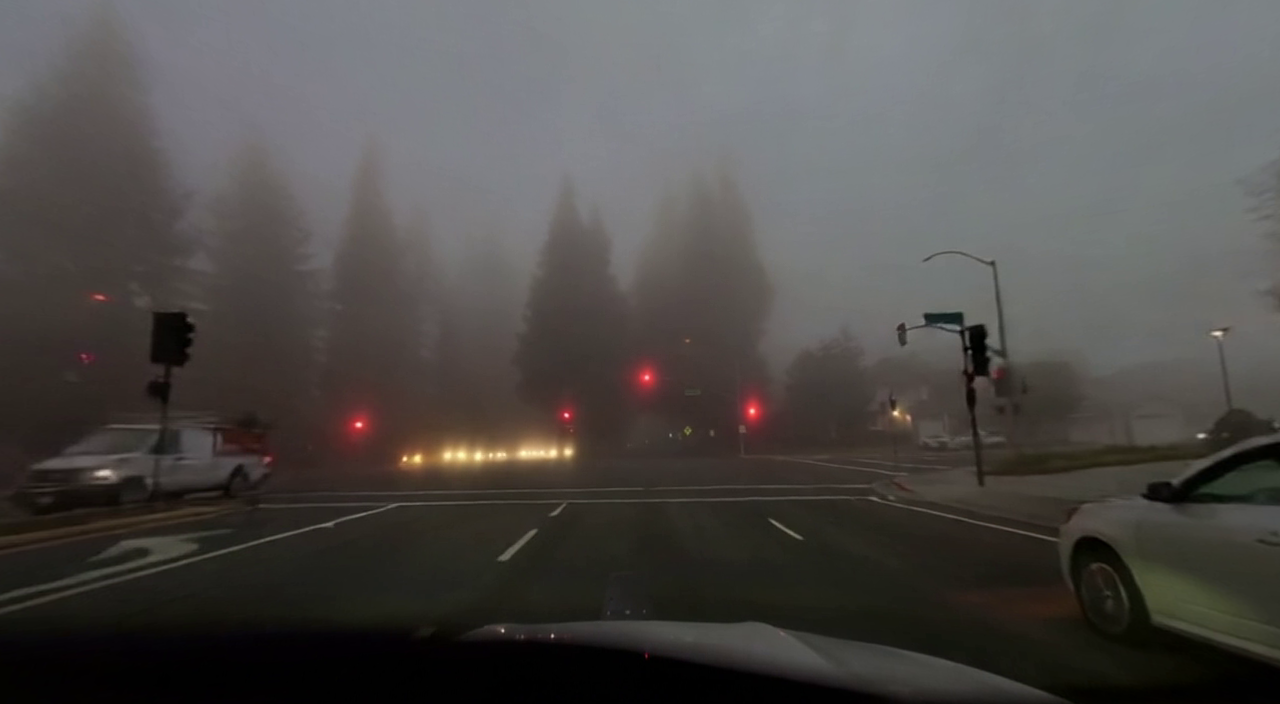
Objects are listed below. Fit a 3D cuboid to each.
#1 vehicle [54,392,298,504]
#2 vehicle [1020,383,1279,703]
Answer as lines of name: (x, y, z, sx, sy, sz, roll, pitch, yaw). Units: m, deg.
vehicle: (-13.405, 2.888, 19.094, 2.357, 2.798, 6.419, 0, -9, 1)
vehicle: (4.214, 0.999, 3.428, 2.018, 1.591, 3.564, 0, -9, 0)
